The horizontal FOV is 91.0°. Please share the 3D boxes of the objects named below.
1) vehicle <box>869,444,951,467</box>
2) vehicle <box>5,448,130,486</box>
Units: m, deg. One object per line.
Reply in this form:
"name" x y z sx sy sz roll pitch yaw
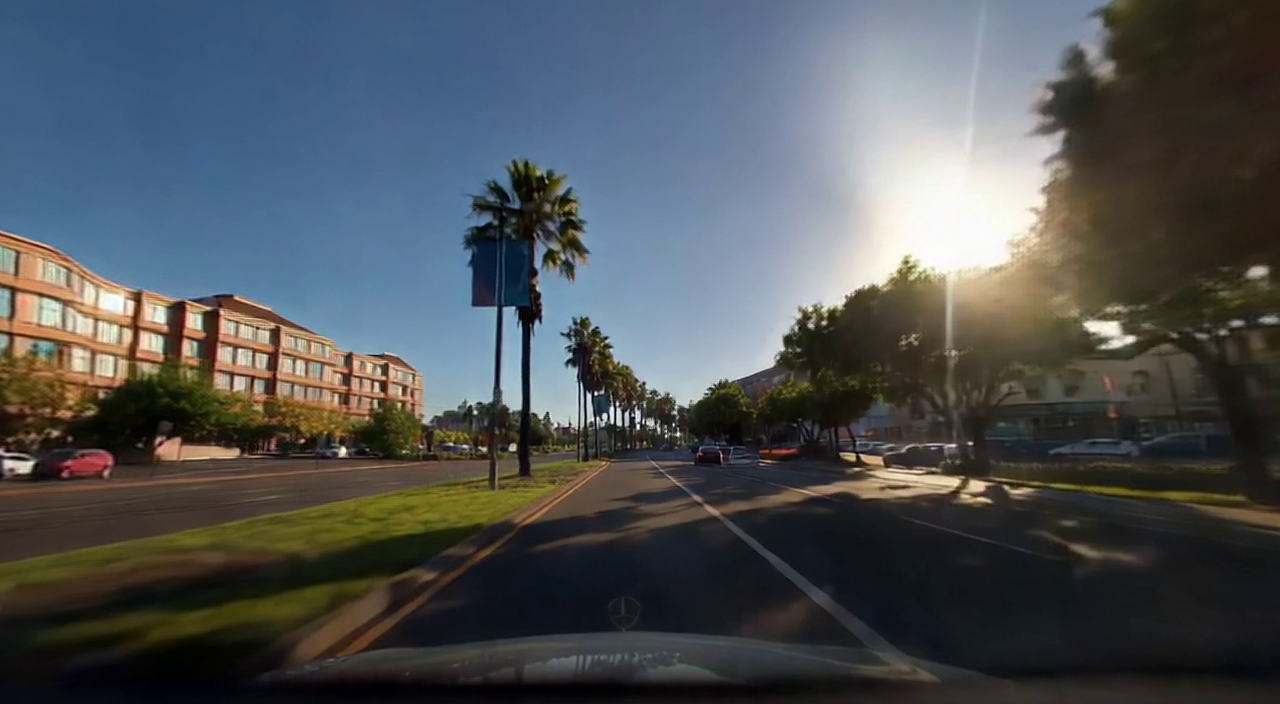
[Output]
"vehicle" 17.707 6.781 41.430 4.526 1.429 1.815 0 -8 2
"vehicle" -26.539 5.348 29.428 1.914 1.581 4.486 -1 -9 -6
